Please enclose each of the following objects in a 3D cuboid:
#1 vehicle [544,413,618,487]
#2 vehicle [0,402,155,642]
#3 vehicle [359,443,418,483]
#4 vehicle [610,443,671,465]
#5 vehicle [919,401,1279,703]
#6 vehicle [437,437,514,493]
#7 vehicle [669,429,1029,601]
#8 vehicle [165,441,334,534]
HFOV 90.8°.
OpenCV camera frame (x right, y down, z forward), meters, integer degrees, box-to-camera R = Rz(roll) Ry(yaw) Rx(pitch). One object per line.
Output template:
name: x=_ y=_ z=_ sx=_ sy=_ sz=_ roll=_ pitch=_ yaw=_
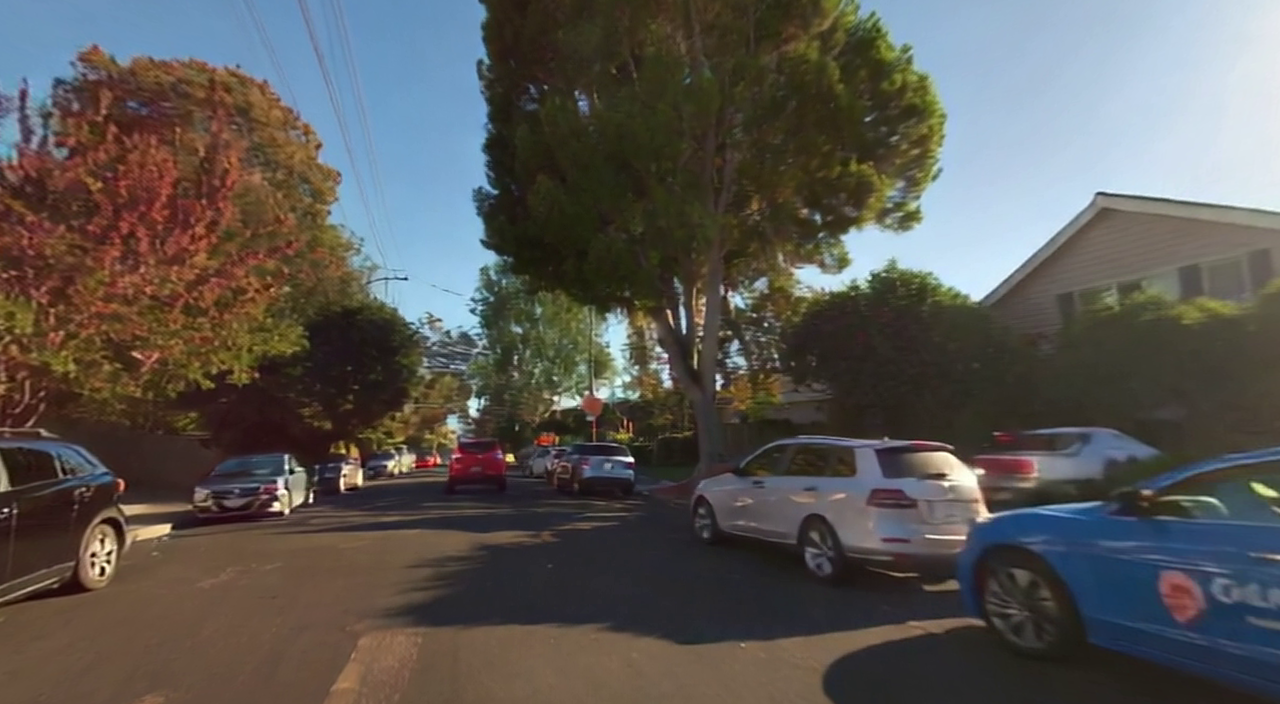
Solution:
vehicle: x=-2.764 y=4.362 z=28.180 sx=2.268 sy=2.900 sz=5.980 roll=2 pitch=-9 yaw=-15
vehicle: x=-5.733 y=1.220 z=4.310 sx=2.154 sy=1.764 sz=4.797 roll=2 pitch=-8 yaw=-16
vehicle: x=-12.931 y=5.684 z=32.792 sx=2.241 sy=1.822 sz=4.728 roll=0 pitch=-8 yaw=-15
vehicle: x=0.012 y=7.854 z=48.773 sx=4.486 sy=1.629 sz=1.792 roll=2 pitch=-9 yaw=-12
vehicle: x=3.739 y=0.947 z=2.424 sx=2.400 sy=1.515 sz=4.710 roll=2 pitch=-9 yaw=-15
vehicle: x=-5.812 y=3.915 z=22.329 sx=2.350 sy=1.748 sz=4.094 roll=2 pitch=-9 yaw=-15
vehicle: x=2.142 y=1.858 z=8.391 sx=1.996 sy=1.497 sz=5.022 roll=1 pitch=-9 yaw=-16
vehicle: x=-8.470 y=2.886 z=14.243 sx=1.877 sy=1.608 sz=4.529 roll=2 pitch=-7 yaw=-14
